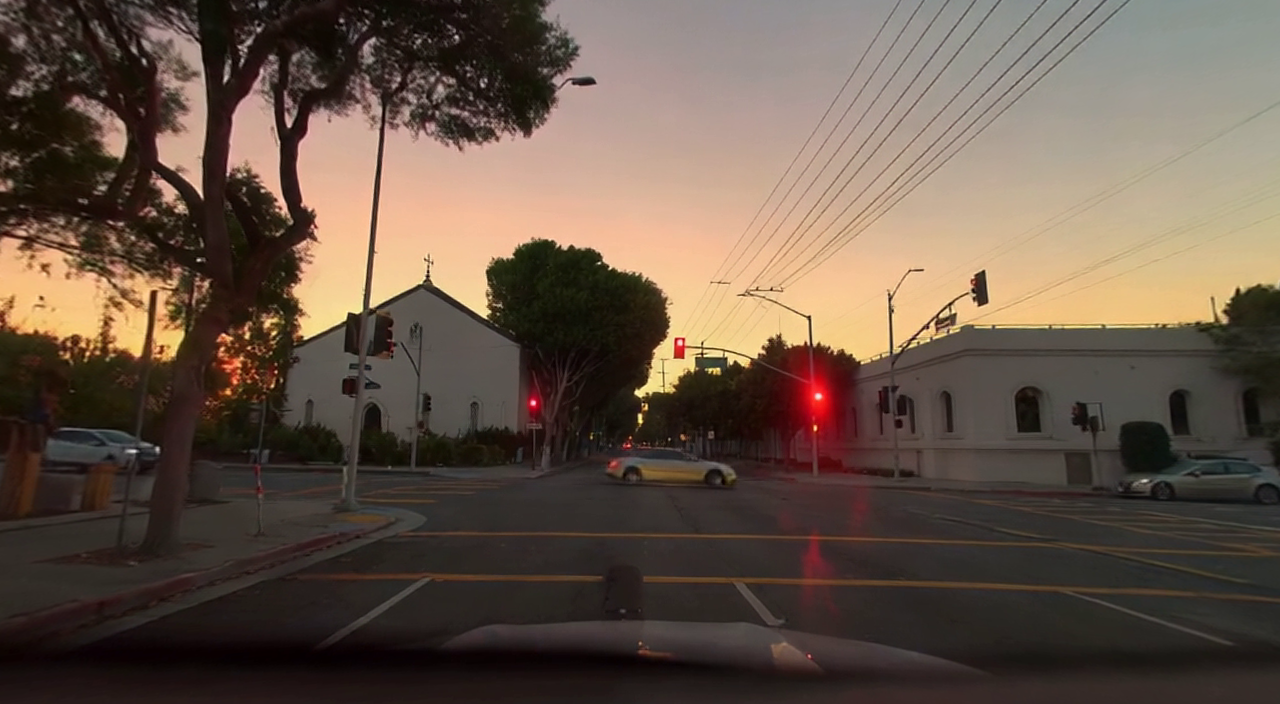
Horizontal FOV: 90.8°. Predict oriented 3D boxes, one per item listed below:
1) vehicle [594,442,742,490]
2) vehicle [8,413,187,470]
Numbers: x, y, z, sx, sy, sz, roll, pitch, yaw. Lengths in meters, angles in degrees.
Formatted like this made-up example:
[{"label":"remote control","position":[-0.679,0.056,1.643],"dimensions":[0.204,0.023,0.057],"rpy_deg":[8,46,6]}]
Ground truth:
[{"label":"vehicle","position":[0.933,3.783,21.240],"dimensions":[4.718,1.497,2.032],"rpy_deg":[0,-9,4]},{"label":"vehicle","position":[-19.022,3.154,22.315],"dimensions":[4.372,1.892,2.002],"rpy_deg":[0,-9,0]}]
